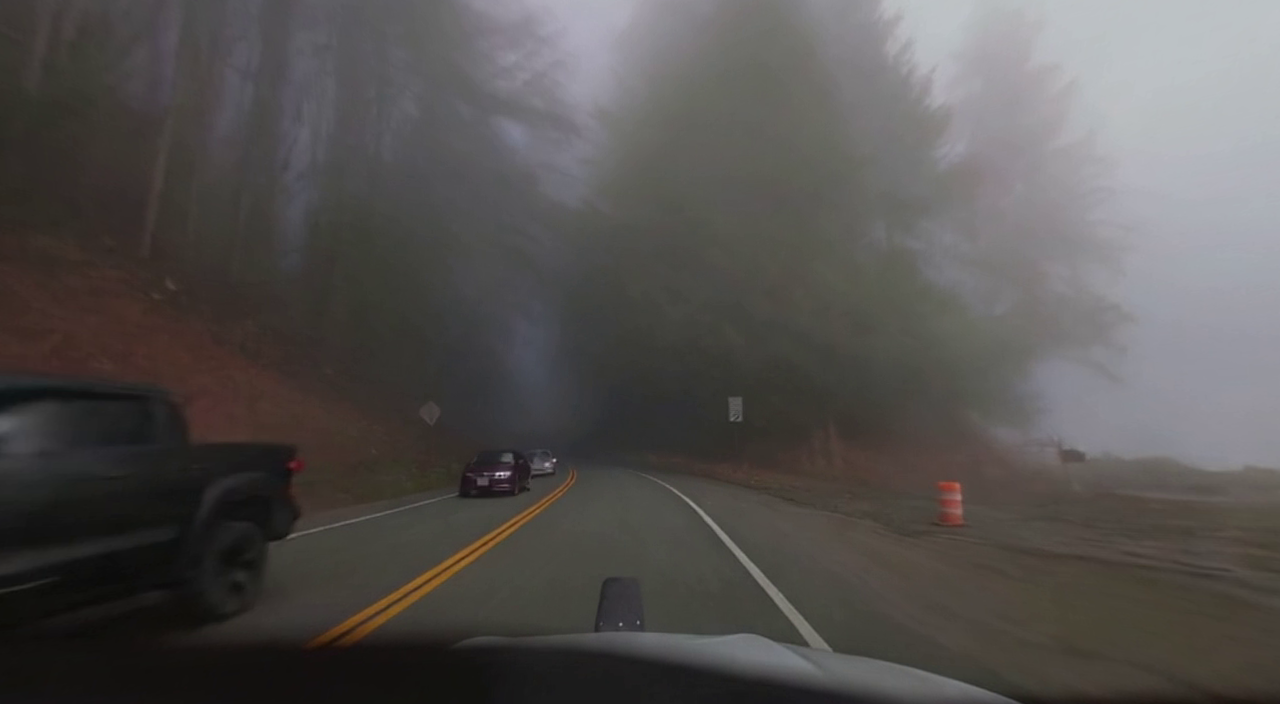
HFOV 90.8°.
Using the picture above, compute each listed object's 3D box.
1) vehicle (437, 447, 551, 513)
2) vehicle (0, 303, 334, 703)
[{"bbox_3d":[-3.568,3.191,16.302,2.032,1.444,4.164,0,-8,-1],"label":"vehicle"},{"bbox_3d":[-3.927,0.823,3.093,2.221,1.969,5.153,0,-8,0],"label":"vehicle"}]
